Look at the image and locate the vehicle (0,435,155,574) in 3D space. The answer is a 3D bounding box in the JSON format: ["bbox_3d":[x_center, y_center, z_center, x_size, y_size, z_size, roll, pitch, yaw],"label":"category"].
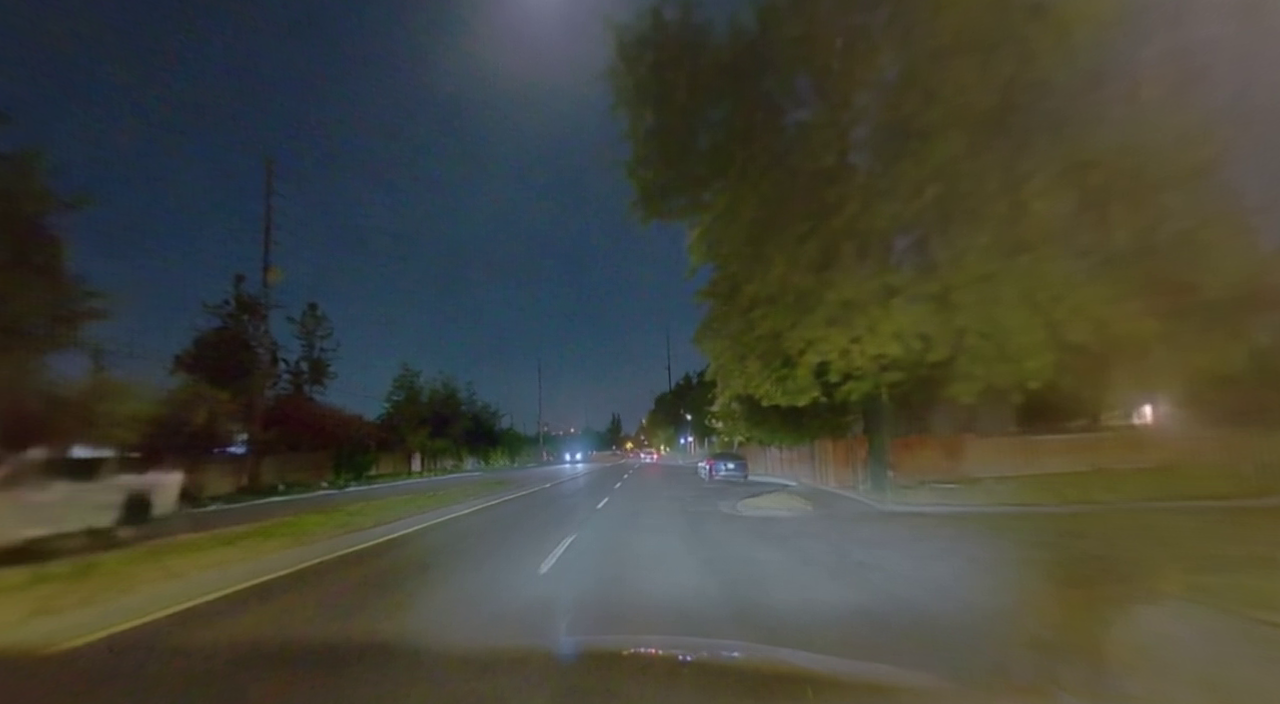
[{"bbox_3d":[-9.020,1.944,8.143,1.981,1.716,4.315,0,-9,1],"label":"vehicle"}]

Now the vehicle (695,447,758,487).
[{"bbox_3d":[3.555,4.830,26.873,2.011,1.507,4.769,0,-9,0],"label":"vehicle"}]
